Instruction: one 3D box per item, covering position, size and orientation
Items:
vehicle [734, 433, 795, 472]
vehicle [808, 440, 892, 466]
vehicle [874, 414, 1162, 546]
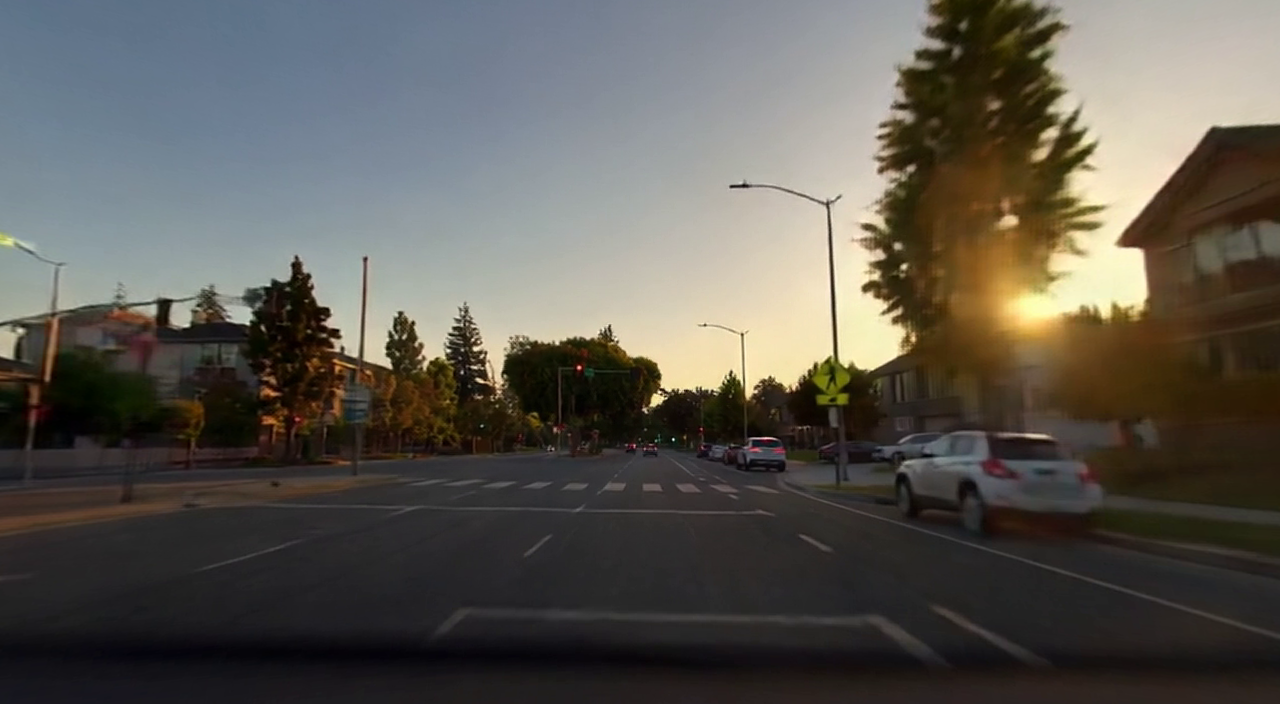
[{"bbox_3d":[6.549,5.362,33.786,2.293,1.942,5.004,0,-9,1],"label":"vehicle"},{"bbox_3d":[12.362,5.945,37.099,4.452,1.459,2.001,-4,-9,23],"label":"vehicle"},{"bbox_3d":[6.041,2.103,11.015,2.094,1.766,4.792,0,-9,1],"label":"vehicle"}]
